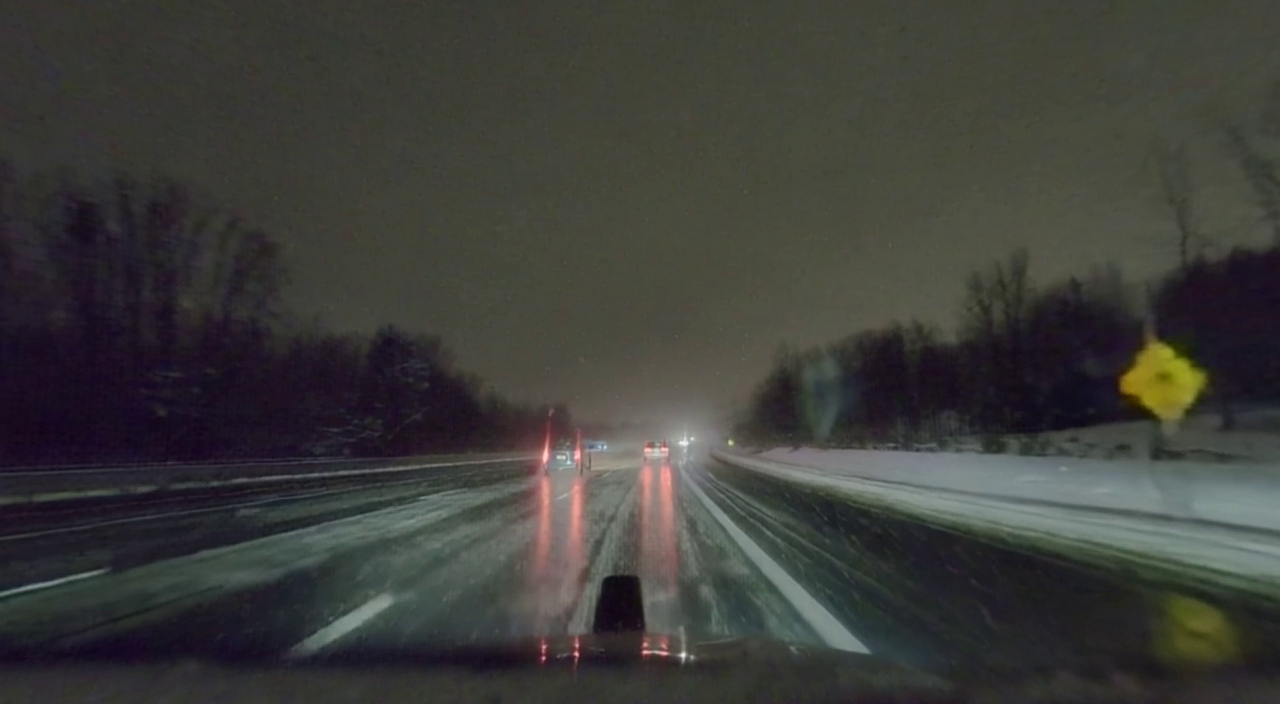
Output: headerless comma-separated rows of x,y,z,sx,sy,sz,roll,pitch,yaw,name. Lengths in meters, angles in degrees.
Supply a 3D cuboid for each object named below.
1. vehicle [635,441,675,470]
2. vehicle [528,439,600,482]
0.907,5.884,35.870,2.129,1.502,4.321,-1,-9,3,vehicle
-2.962,4.368,25.510,2.129,1.563,4.387,-1,-9,3,vehicle
